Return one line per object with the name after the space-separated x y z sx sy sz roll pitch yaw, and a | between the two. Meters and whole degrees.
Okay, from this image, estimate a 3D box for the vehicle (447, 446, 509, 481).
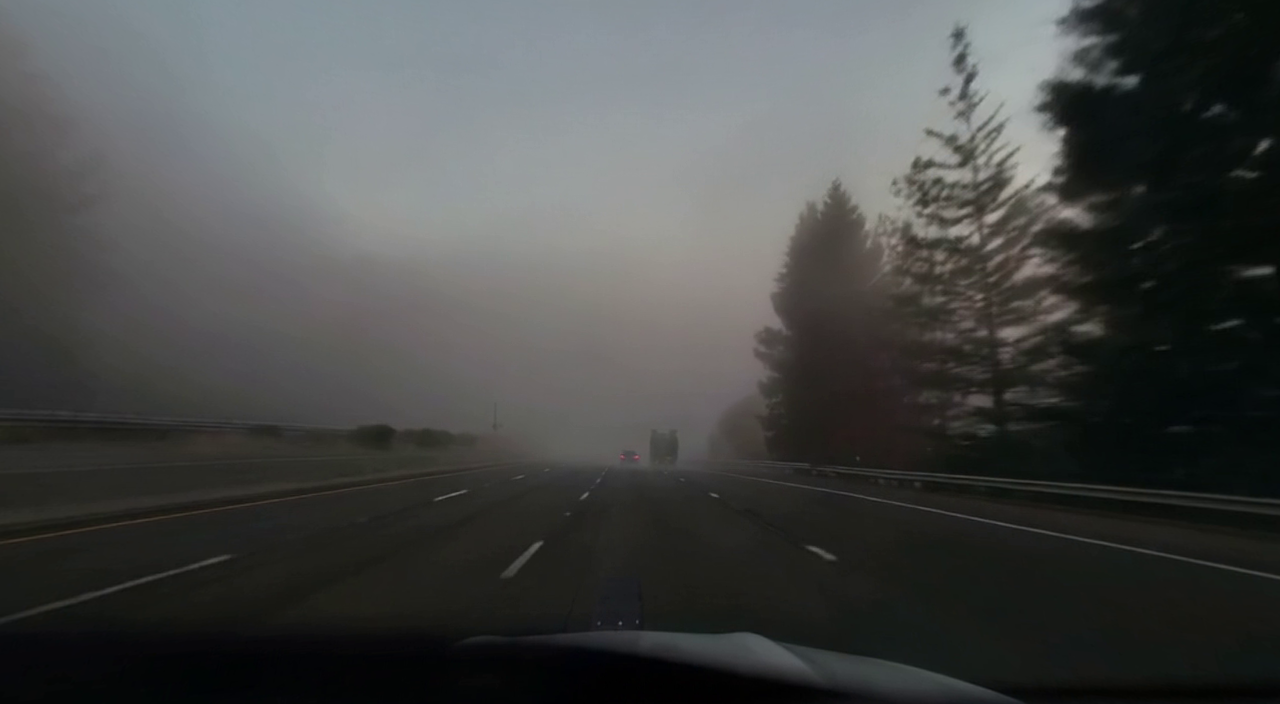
-7.460 5.142 29.452 1.915 1.479 3.843 0 -9 0 | vehicle
